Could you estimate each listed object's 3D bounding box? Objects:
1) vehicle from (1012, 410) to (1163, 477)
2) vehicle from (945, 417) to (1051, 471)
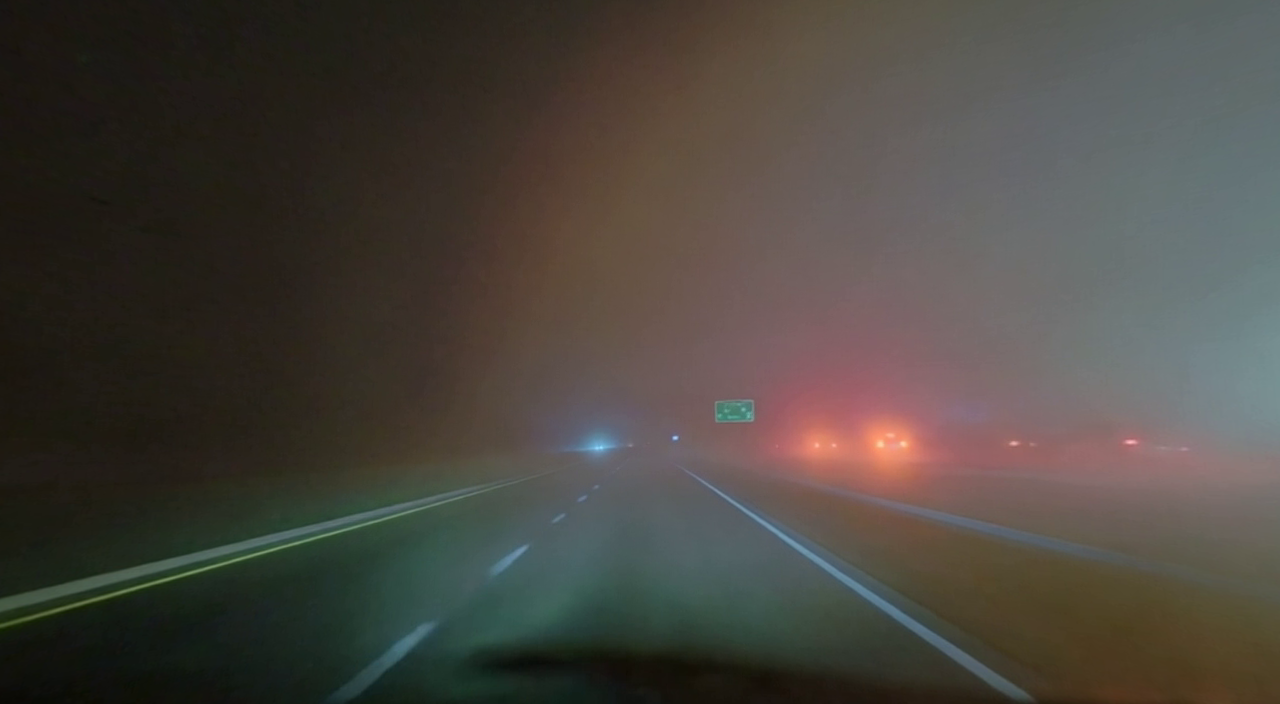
[{"bbox_3d":[27.520,5.742,39.517,3.034,3.655,8.487,-1,-8,0],"label":"vehicle"},{"bbox_3d":[27.363,7.153,48.820,2.998,3.768,8.212,0,-9,-2],"label":"vehicle"}]
